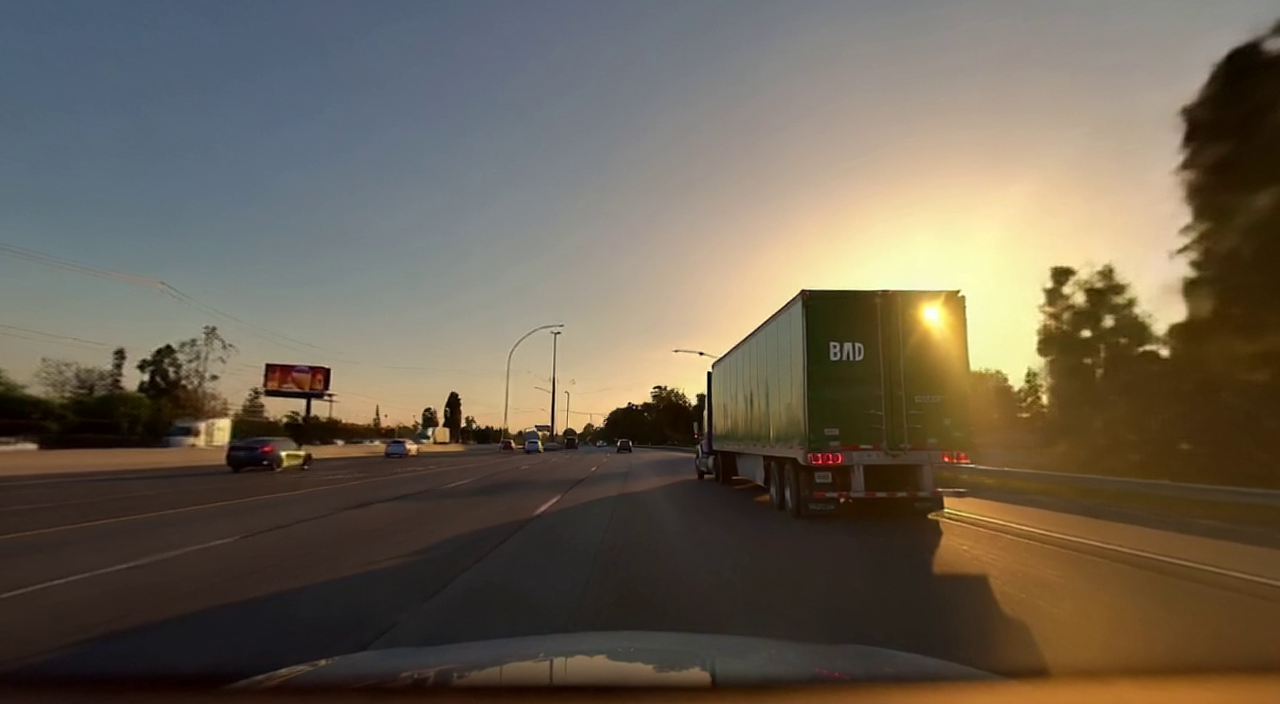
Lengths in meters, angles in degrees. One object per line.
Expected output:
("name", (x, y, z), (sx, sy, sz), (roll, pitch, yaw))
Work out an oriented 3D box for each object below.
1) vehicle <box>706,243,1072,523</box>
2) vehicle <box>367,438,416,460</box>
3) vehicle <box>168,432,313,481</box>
("vehicle", (4.216, 1.469, 16.328), (2.891, 3.944, 15.051), (0, -8, -2))
("vehicle", (-18.704, 7.337, 47.714), (1.913, 1.540, 4.540), (0, -8, -1))
("vehicle", (-14.774, 3.902, 23.821), (1.970, 1.618, 5.364), (0, -8, 0))
